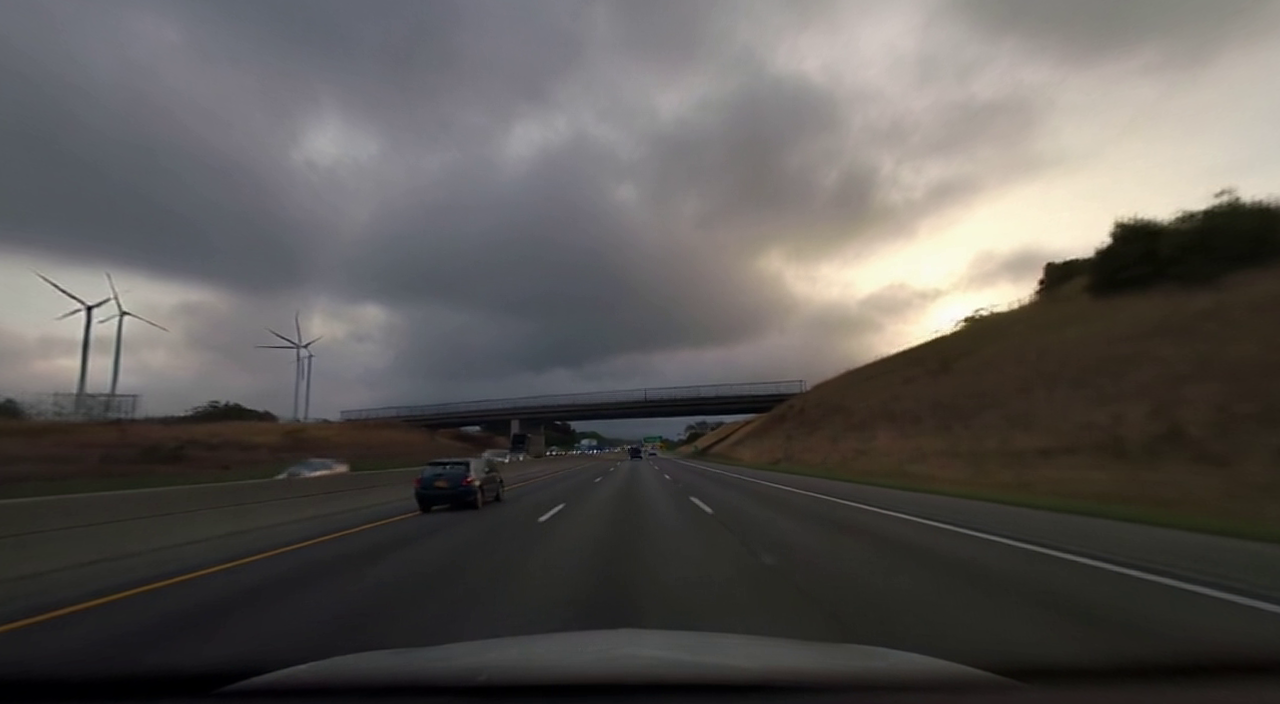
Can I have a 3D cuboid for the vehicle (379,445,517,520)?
[{"bbox_3d":[-4.286,2.964,14.838,1.921,1.481,4.120,0,-9,0],"label":"vehicle"}]
